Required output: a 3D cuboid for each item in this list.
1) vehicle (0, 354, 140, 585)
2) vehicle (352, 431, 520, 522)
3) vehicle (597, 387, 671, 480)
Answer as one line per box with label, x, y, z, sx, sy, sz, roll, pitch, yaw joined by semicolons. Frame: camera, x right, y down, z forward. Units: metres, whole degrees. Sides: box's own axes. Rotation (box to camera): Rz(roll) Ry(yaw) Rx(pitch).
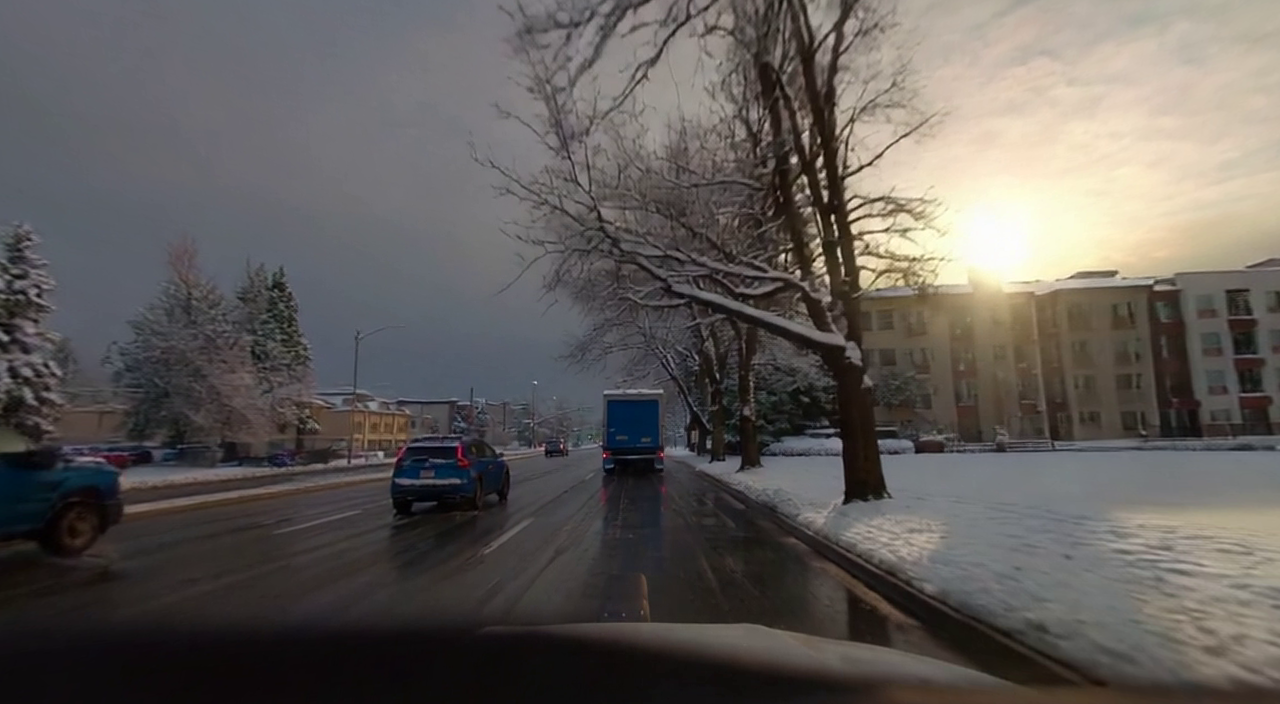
vehicle;-7.396;0.909;4.550;2.391;2.204;6.157;0;-9;1
vehicle;-4.042;2.536;13.349;2.078;1.597;4.355;0;-9;0
vehicle;-0.195;3.869;29.247;2.905;3.644;8.807;0;-9;1
